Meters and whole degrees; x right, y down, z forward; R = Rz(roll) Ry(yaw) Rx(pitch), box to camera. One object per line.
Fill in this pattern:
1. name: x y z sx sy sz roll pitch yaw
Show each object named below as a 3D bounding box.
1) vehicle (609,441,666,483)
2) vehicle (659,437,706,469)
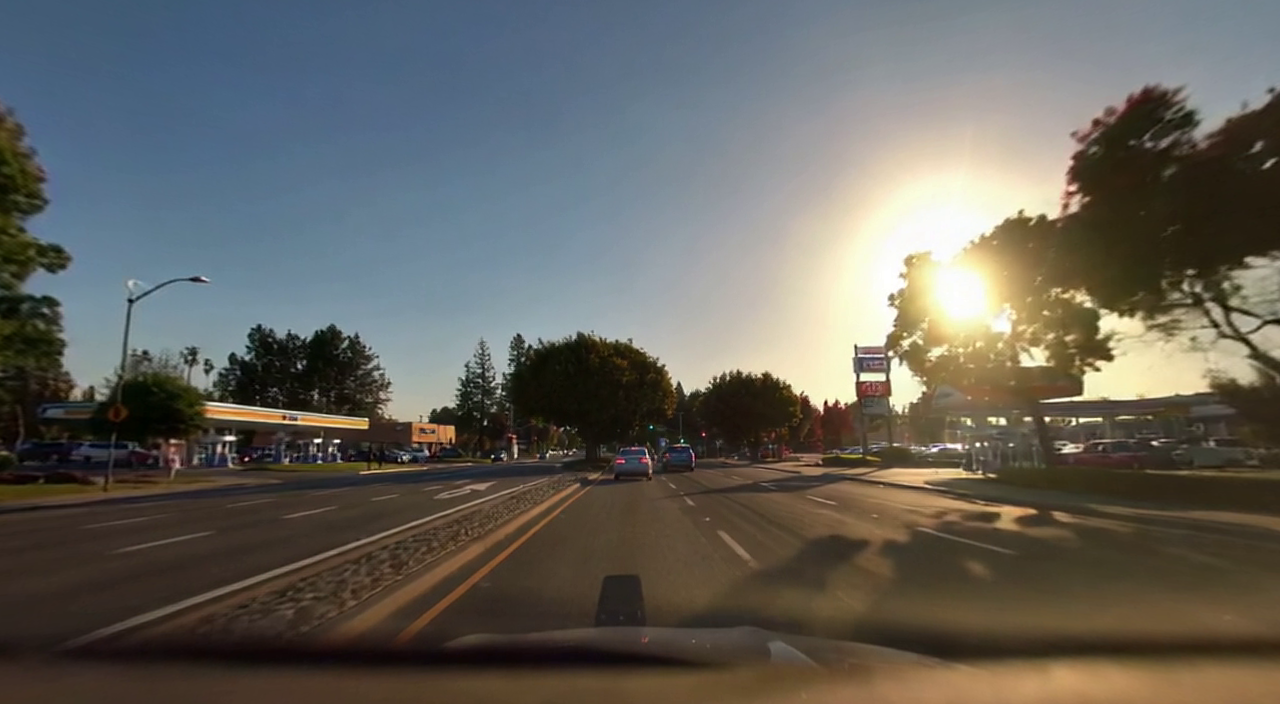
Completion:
1. vehicle: -0.123 4.419 25.547 2.145 1.572 4.021 0 -9 -1
2. vehicle: 2.887 7.084 44.280 2.731 2.101 6.047 1 -9 -2
